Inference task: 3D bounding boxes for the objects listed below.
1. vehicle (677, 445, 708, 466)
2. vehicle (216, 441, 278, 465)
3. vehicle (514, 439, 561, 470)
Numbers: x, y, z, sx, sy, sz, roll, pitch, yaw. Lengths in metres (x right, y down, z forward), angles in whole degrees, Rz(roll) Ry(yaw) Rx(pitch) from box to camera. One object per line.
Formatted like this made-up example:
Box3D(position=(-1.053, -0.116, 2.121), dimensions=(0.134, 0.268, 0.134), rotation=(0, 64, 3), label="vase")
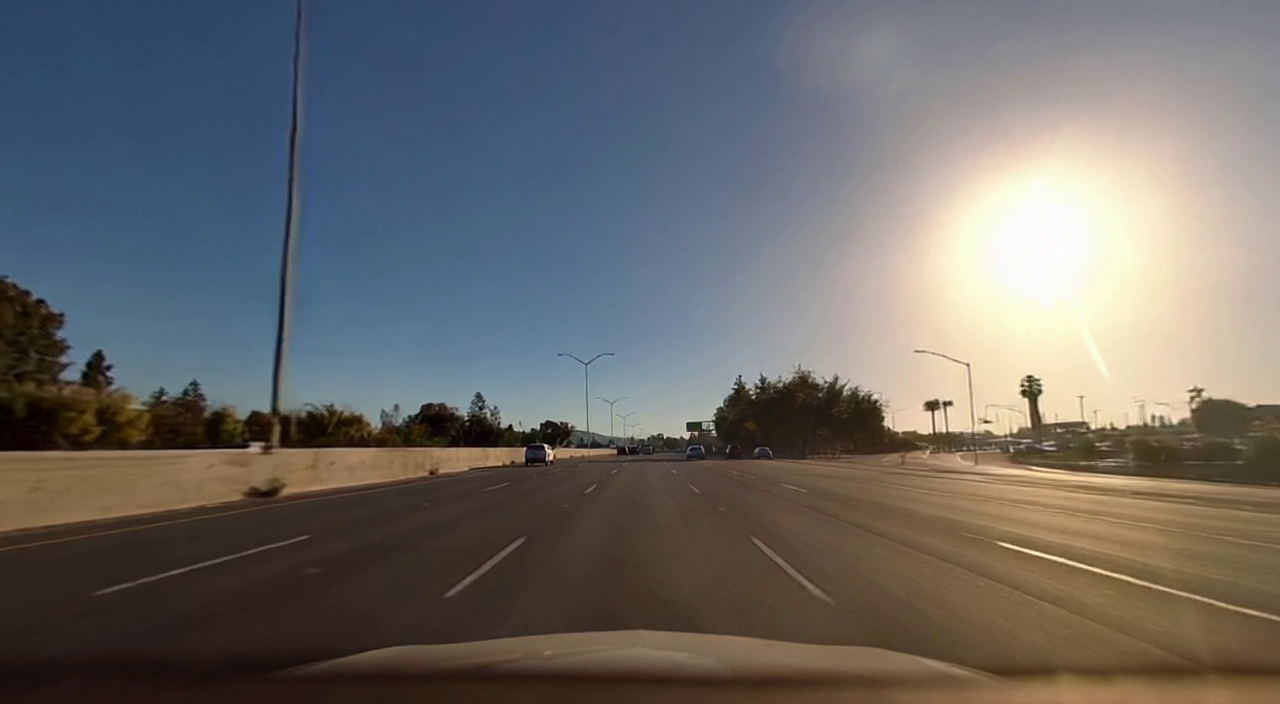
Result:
Box3D(position=(3.803, 7.532, 45.867), dimensions=(1.950, 1.453, 3.378), rotation=(0, -8, -1), label="vehicle")
Box3D(position=(-25.372, 6.510, 40.682), dimensions=(1.577, 1.426, 3.628), rotation=(0, -8, 1), label="vehicle")
Box3D(position=(-6.253, 6.299, 38.800), dimensions=(2.091, 1.746, 4.437), rotation=(0, -8, 1), label="vehicle")
